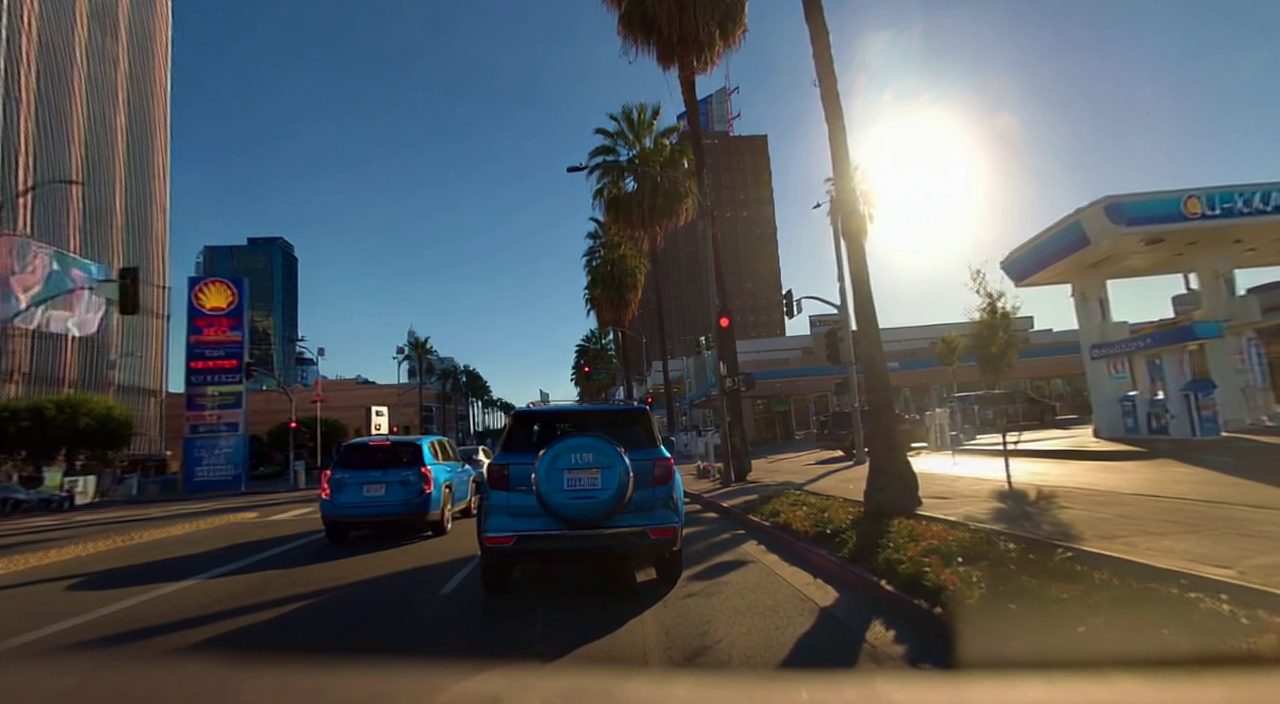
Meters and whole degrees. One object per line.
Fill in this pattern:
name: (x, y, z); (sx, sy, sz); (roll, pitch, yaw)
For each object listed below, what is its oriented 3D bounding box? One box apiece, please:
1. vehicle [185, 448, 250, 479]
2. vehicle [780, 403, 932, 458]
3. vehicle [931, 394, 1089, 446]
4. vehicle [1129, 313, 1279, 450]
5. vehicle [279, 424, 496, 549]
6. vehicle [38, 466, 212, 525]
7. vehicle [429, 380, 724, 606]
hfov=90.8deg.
vehicle: (-28.805, 7.597, 43.245); (1.783, 1.997, 4.000); (0, -8, -3)
vehicle: (8.607, 3.174, 25.493); (5.307, 2.076, 2.122); (1, -8, -6)
vehicle: (14.980, 2.807, 25.813); (5.033, 1.999, 2.259); (0, -8, -3)
vehicle: (10.288, 0.542, 9.369); (4.420, 1.766, 2.104); (1, -9, -6)
vehicle: (-4.057, 2.226, 11.288); (2.097, 1.692, 5.030); (0, -8, -4)
vehicle: (-17.408, 4.777, 21.422); (4.660, 1.708, 2.331); (-3, -9, 19)
vehicle: (-0.704, 1.558, 7.938); (2.519, 1.913, 4.819); (0, -8, -4)
